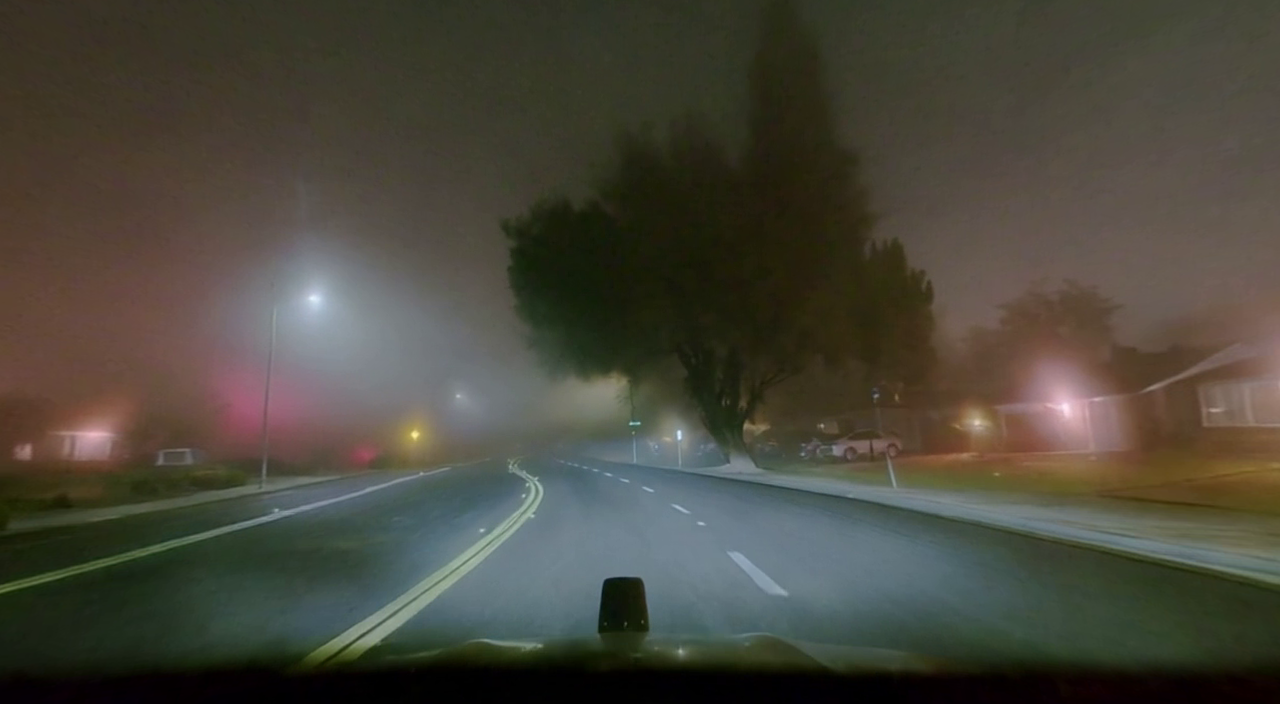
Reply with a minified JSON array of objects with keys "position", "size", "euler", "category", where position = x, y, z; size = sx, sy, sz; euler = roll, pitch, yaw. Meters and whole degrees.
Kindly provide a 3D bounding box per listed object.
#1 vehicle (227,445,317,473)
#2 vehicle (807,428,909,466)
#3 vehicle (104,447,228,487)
[{"position":[-25.592,7.465,44.056],"size":[4.879,1.854,2.265],"euler":[2,-9,-15],"category":"vehicle"},{"position":[11.669,5.122,34.041],"size":[4.693,1.764,2.265],"euler":[-3,-8,6],"category":"vehicle"},{"position":[-21.619,5.224,28.914],"size":[3.899,1.729,2.064],"euler":[1,-8,-9],"category":"vehicle"}]
